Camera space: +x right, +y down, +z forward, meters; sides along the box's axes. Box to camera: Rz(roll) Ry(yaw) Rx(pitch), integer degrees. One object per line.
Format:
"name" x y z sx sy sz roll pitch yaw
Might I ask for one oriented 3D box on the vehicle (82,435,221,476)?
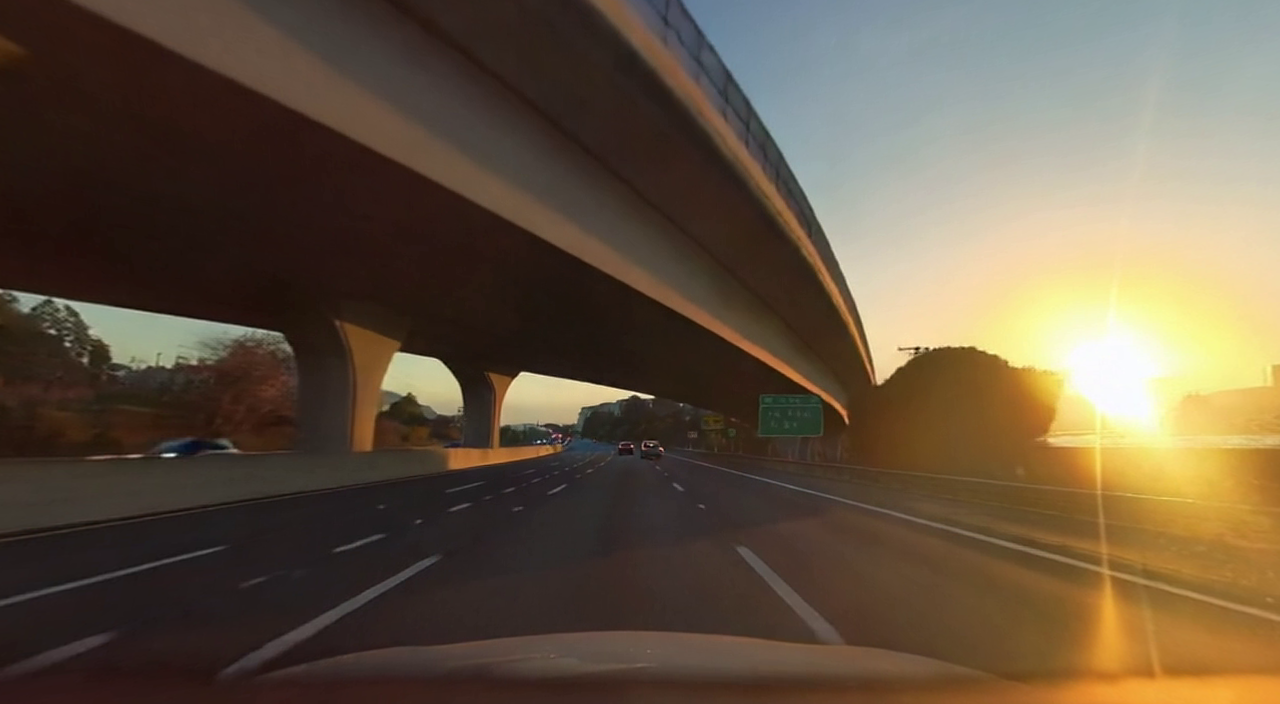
"vehicle" -20.522 4.360 26.846 2.042 1.524 4.936 -1 -9 -1

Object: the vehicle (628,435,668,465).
"vehicle" 0.469 6.777 43.672 2.431 1.916 4.808 0 -9 -3
